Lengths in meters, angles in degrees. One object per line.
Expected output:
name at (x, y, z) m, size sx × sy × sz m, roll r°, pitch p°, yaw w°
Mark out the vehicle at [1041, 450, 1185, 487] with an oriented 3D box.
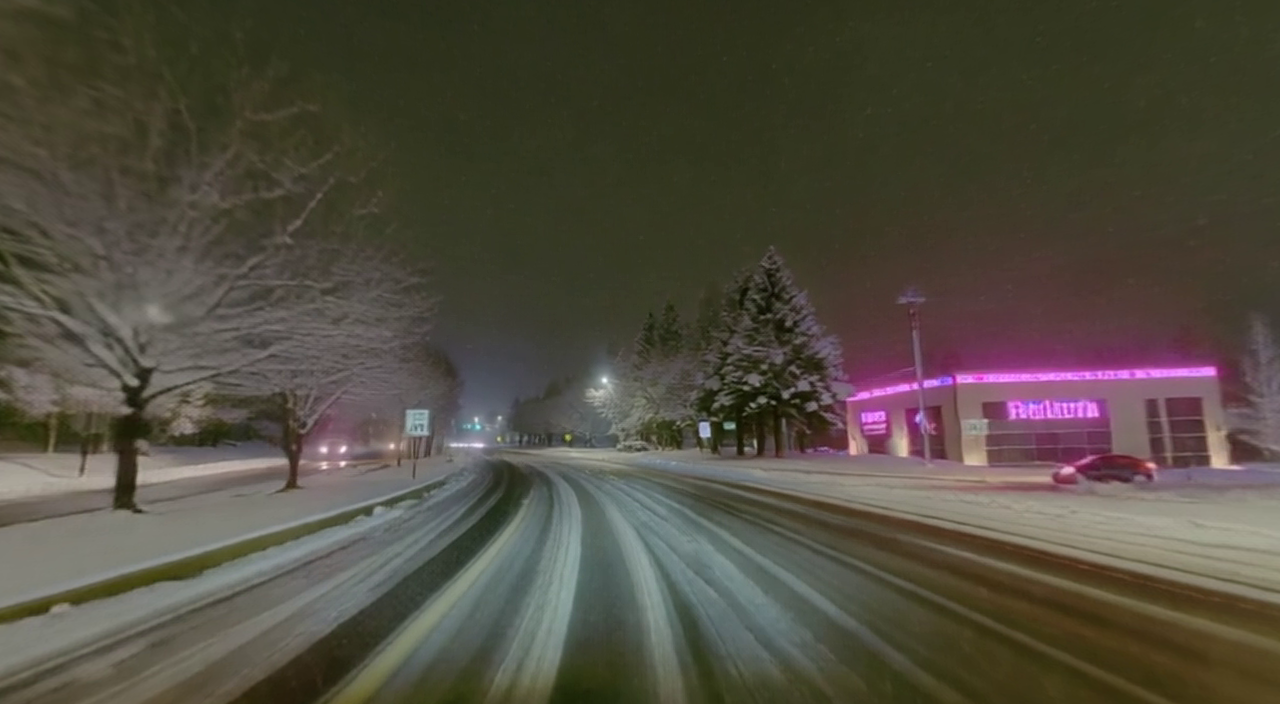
vehicle at (22.264, 5.480, 29.828) m, size 4.946 × 1.656 × 2.139 m, roll -1°, pitch -8°, yaw 4°
